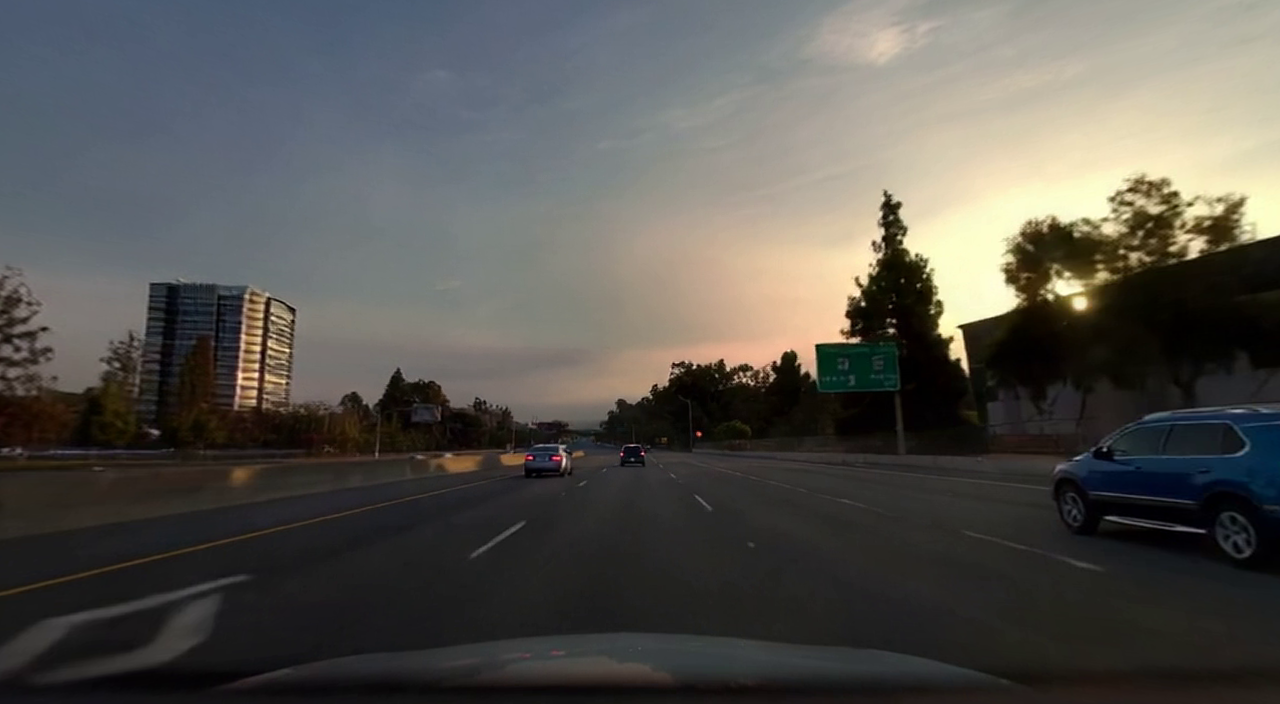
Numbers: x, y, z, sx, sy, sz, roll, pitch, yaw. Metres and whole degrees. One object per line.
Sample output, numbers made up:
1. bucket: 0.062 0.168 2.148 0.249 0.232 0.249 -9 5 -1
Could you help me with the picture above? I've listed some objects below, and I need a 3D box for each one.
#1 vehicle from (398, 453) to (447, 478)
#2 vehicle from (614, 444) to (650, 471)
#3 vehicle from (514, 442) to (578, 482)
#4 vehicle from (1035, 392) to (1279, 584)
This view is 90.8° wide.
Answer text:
1. vehicle: -13.789 7.177 40.239 1.803 1.466 3.696 0 -9 0
2. vehicle: -0.467 6.114 36.797 1.997 1.485 4.094 0 -8 0
3. vehicle: -3.763 4.467 26.015 1.886 1.465 4.625 0 -9 0
4. vehicle: 7.092 1.470 7.219 2.028 1.801 4.741 0 -8 -1
